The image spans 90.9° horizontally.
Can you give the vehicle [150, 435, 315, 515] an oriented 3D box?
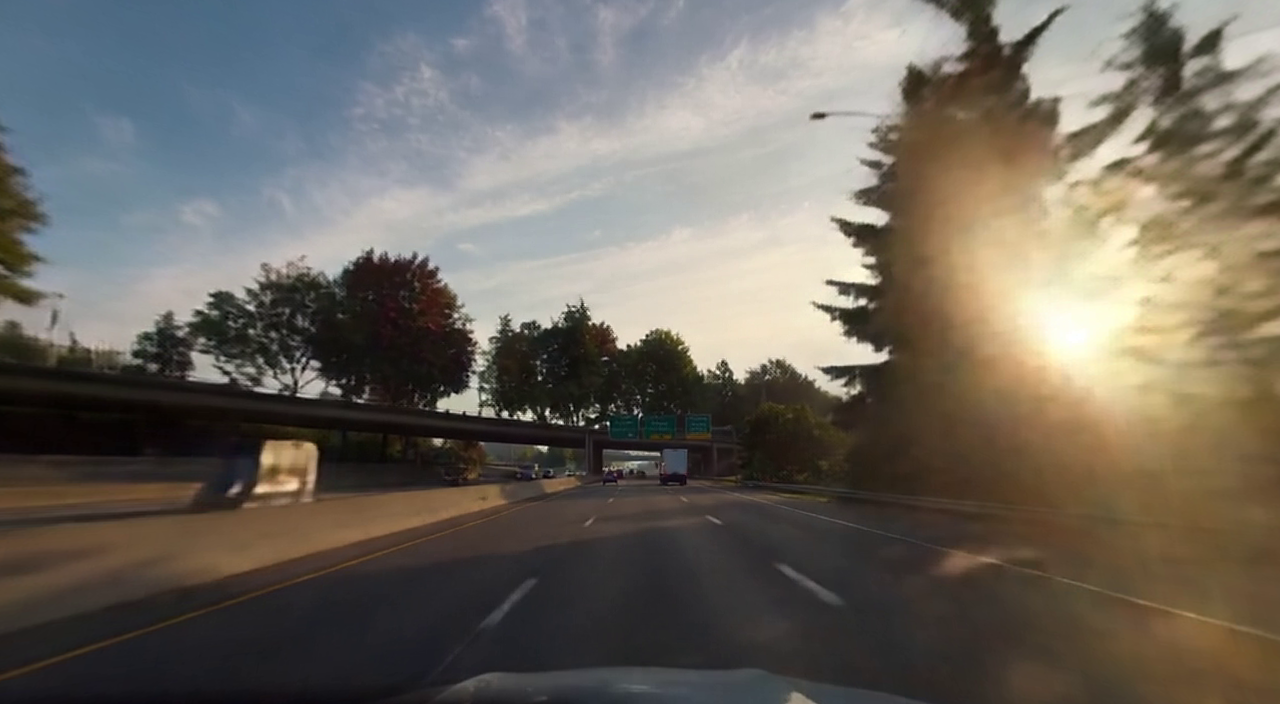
[{"bbox_3d":[-15.705,4.839,24.935,2.273,2.708,6.121,1,-10,0],"label":"vehicle"}]
